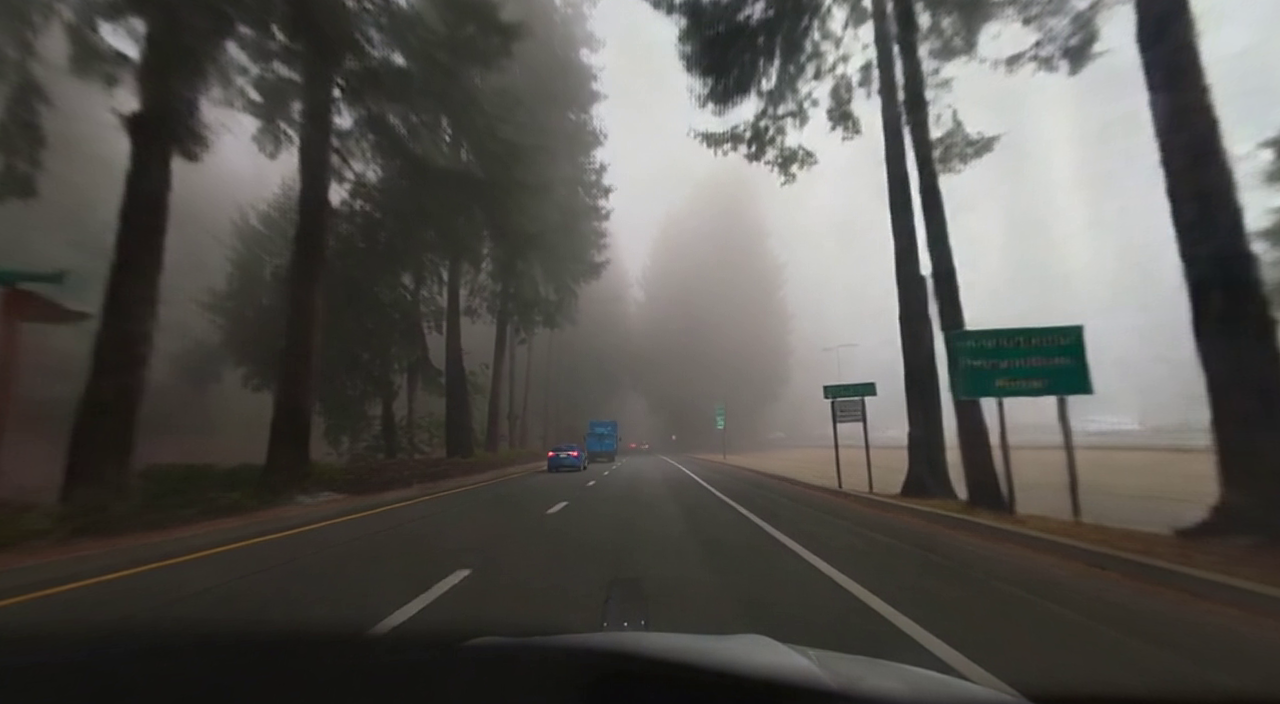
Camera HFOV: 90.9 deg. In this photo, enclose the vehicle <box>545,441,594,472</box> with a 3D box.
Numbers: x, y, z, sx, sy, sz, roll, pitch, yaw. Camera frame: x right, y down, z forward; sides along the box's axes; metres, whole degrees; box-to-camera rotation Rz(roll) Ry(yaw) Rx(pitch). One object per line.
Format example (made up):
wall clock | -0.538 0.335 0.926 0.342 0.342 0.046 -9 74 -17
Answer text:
vehicle | -3.568 5.349 32.587 2.005 1.462 4.345 0 -8 1
